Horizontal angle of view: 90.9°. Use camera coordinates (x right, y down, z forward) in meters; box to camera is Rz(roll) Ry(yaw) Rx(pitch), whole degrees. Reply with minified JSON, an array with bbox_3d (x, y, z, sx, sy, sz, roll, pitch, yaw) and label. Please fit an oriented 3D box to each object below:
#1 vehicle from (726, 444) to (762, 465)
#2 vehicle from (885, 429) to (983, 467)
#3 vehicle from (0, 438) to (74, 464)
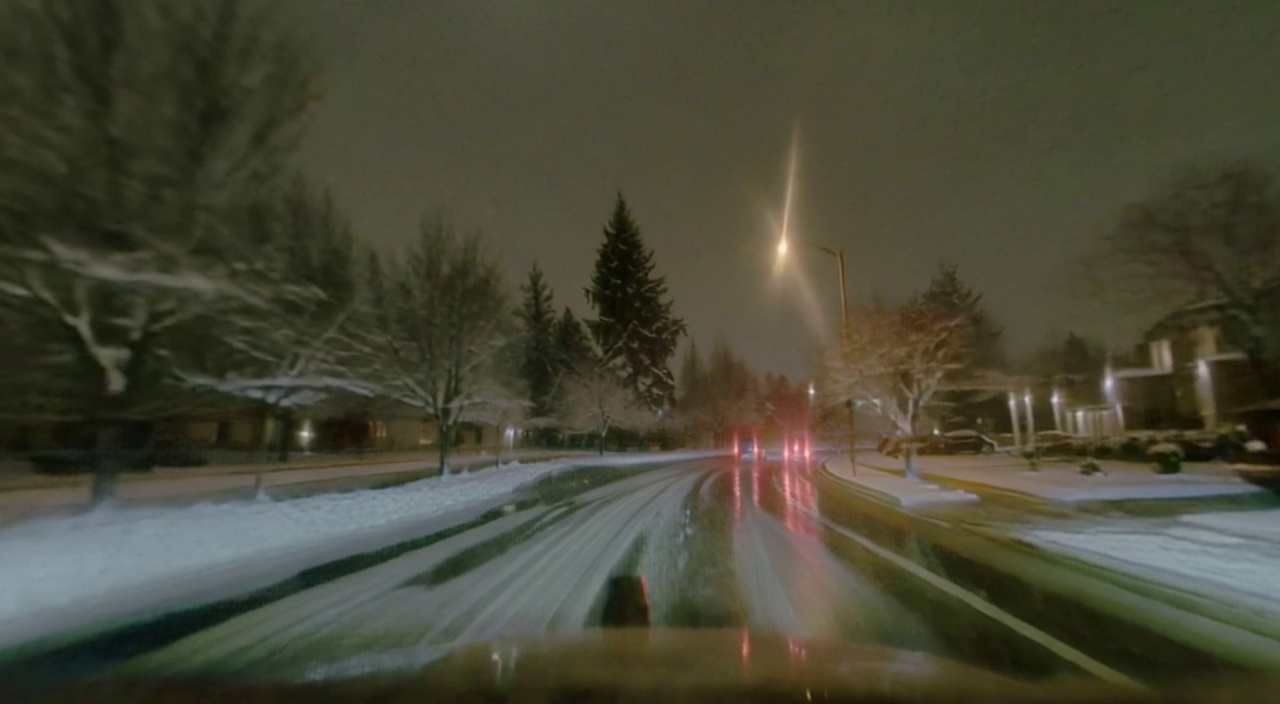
[{"bbox_3d":[7.608,7.429,45.859,2.050,1.456,4.003,-2,-9,16],"label":"vehicle"},{"bbox_3d":[16.907,5.552,36.544,4.672,2.044,2.248,-3,-7,14],"label":"vehicle"},{"bbox_3d":[-43.319,6.979,44.479,4.804,1.726,2.274,-1,-8,7],"label":"vehicle"}]
